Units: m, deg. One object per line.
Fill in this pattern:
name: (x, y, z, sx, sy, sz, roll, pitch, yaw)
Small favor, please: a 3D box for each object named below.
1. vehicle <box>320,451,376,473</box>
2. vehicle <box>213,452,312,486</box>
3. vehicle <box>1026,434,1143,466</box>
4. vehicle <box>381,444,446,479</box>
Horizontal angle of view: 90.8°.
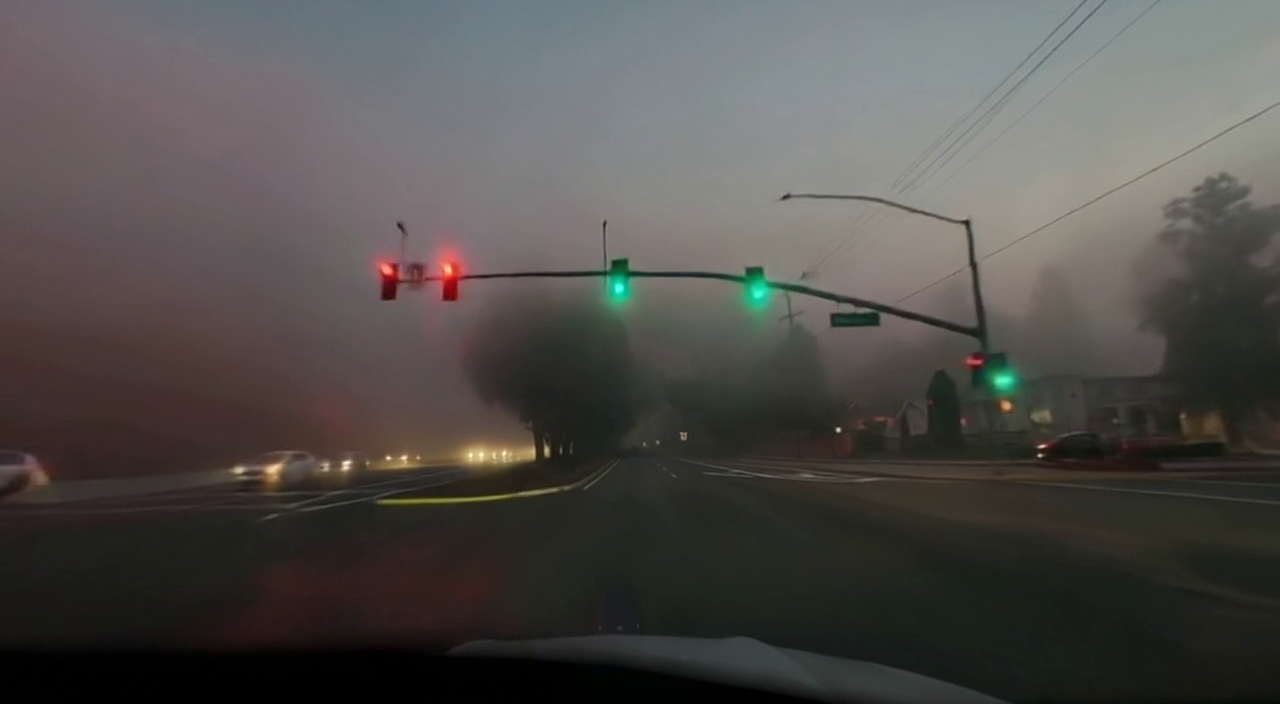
vehicle: (-21.978, 8.290, 47.747, 2.002, 1.489, 4.734, 0, -8, -1)
vehicle: (-18.483, 5.736, 31.235, 1.952, 1.469, 4.811, 0, -8, -1)
vehicle: (21.898, 4.852, 31.247, 4.439, 1.454, 1.842, -8, -11, 41)
vehicle: (-12.010, 5.777, 33.807, 1.912, 1.509, 4.425, -4, -7, -1)
